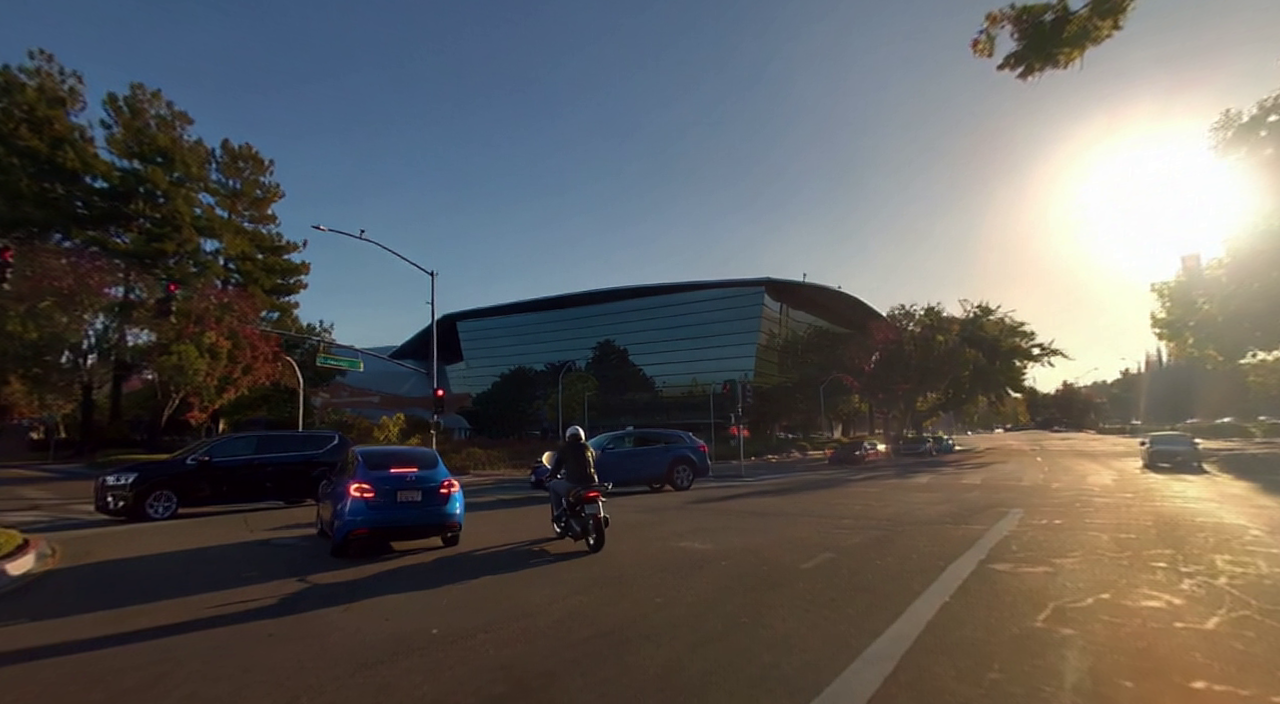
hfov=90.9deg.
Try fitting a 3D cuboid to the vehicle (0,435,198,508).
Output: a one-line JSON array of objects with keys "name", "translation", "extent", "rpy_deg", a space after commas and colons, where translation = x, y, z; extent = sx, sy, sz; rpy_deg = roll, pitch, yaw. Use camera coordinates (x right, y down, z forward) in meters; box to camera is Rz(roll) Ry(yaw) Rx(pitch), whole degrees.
[{"name": "vehicle", "translation": [-14.397, 3.084, 16.554], "extent": [4.380, 1.727, 2.052], "rpy_deg": [-2, -9, 14]}]

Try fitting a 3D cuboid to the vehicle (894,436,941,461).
[{"name": "vehicle", "translation": [18.498, 6.387, 41.954], "extent": [2.024, 1.543, 4.028], "rpy_deg": [-6, -10, 34]}]

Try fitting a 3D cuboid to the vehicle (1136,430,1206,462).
[{"name": "vehicle", "translation": [26.008, 4.612, 31.038], "extent": [1.872, 1.467, 4.385], "rpy_deg": [-5, -10, 31]}]

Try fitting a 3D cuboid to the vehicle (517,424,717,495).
[{"name": "vehicle", "translation": [-0.729, 3.318, 19.907], "extent": [5.833, 1.960, 2.341], "rpy_deg": [3, -9, -21]}]

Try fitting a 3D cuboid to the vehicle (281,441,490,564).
[{"name": "vehicle", "translation": [-4.143, 2.139, 9.860], "extent": [2.009, 1.450, 4.182], "rpy_deg": [6, -10, -36]}]

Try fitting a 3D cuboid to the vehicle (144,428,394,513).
[{"name": "vehicle", "translation": [-8.321, 2.661, 14.424], "extent": [4.583, 1.755, 1.936], "rpy_deg": [-1, -8, 6]}]

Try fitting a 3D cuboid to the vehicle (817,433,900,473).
[{"name": "vehicle", "translation": [10.160, 4.626, 29.119], "extent": [2.084, 1.656, 4.583], "rpy_deg": [-7, -11, 38]}]
